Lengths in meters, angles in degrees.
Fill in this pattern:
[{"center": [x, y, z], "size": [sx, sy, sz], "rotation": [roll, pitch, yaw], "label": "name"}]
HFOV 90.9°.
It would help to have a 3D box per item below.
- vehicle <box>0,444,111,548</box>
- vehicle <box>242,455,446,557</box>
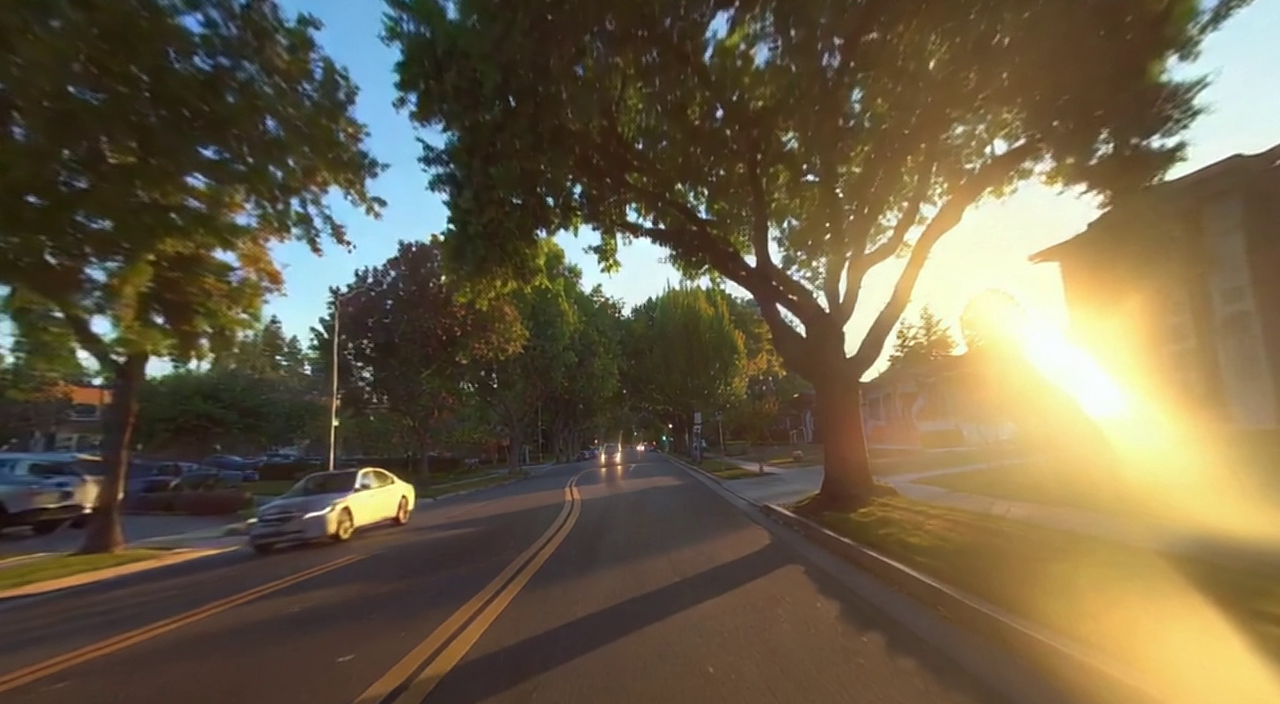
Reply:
[{"center": [-16.881, 3.334, 15.150], "size": [5.969, 2.158, 2.643], "rotation": [0, -7, 2], "label": "vehicle"}, {"center": [-5.701, 2.958, 12.845], "size": [1.956, 1.452, 4.426], "rotation": [-6, -9, 1], "label": "vehicle"}]
